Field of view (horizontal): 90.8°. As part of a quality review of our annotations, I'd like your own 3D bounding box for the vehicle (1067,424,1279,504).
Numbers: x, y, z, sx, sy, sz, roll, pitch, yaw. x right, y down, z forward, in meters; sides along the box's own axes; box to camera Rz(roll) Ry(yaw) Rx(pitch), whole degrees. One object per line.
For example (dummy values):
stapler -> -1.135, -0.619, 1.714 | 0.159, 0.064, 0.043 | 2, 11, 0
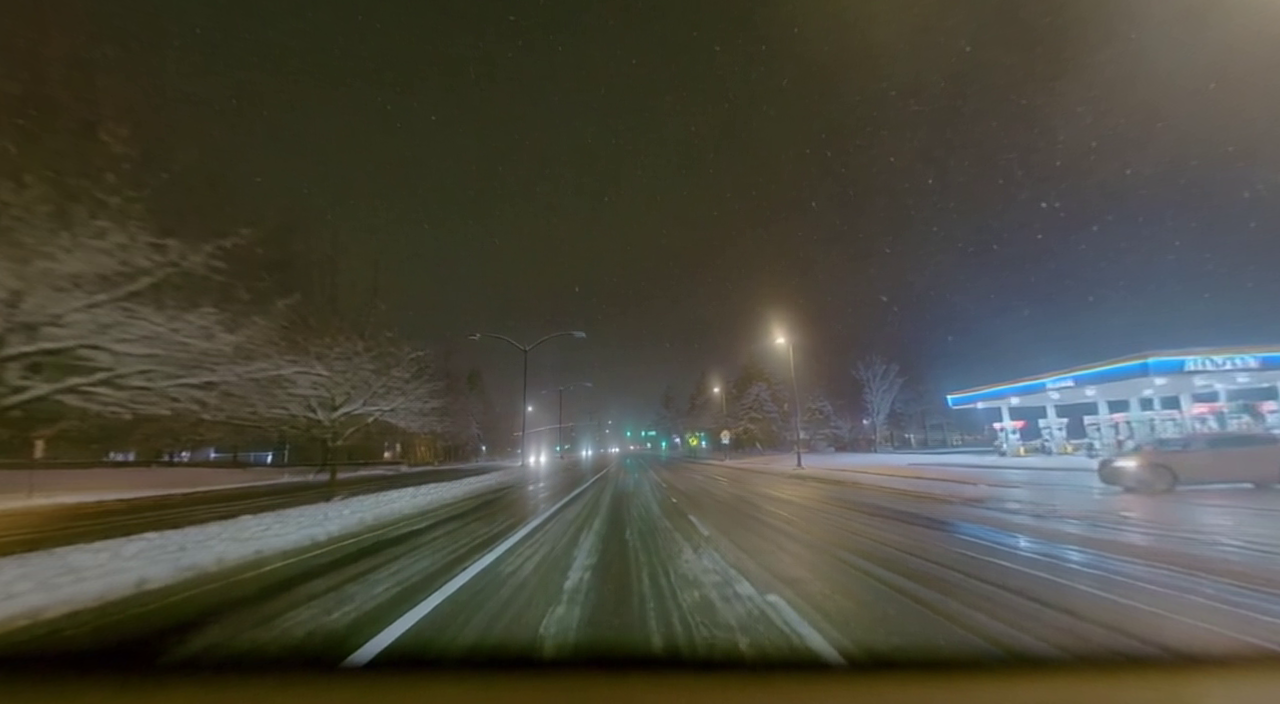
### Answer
vehicle -> 12.226, 2.401, 13.634 | 4.548, 1.568, 1.953 | 0, -10, -1
